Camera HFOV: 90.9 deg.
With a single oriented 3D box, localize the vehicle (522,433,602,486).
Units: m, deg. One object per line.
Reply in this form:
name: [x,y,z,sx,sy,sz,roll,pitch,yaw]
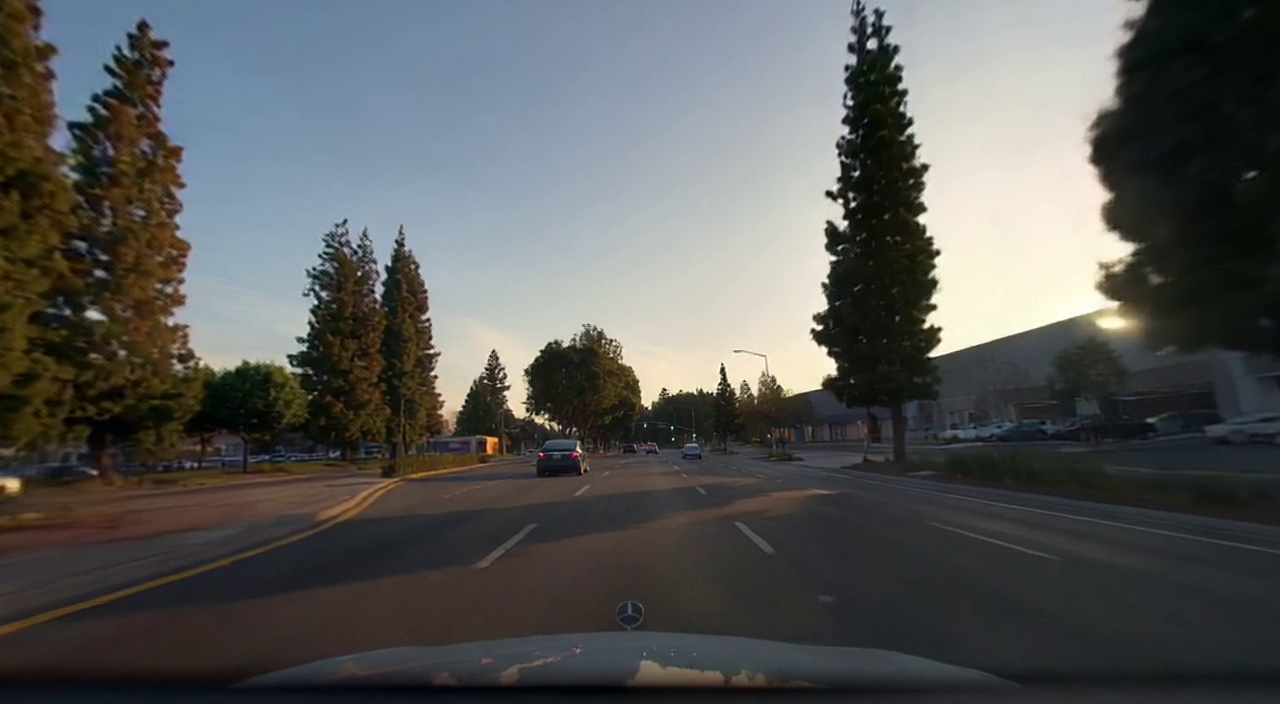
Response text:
vehicle: [-2.626,3.770,22.384,2.121,1.656,4.559,-1,-8,1]
